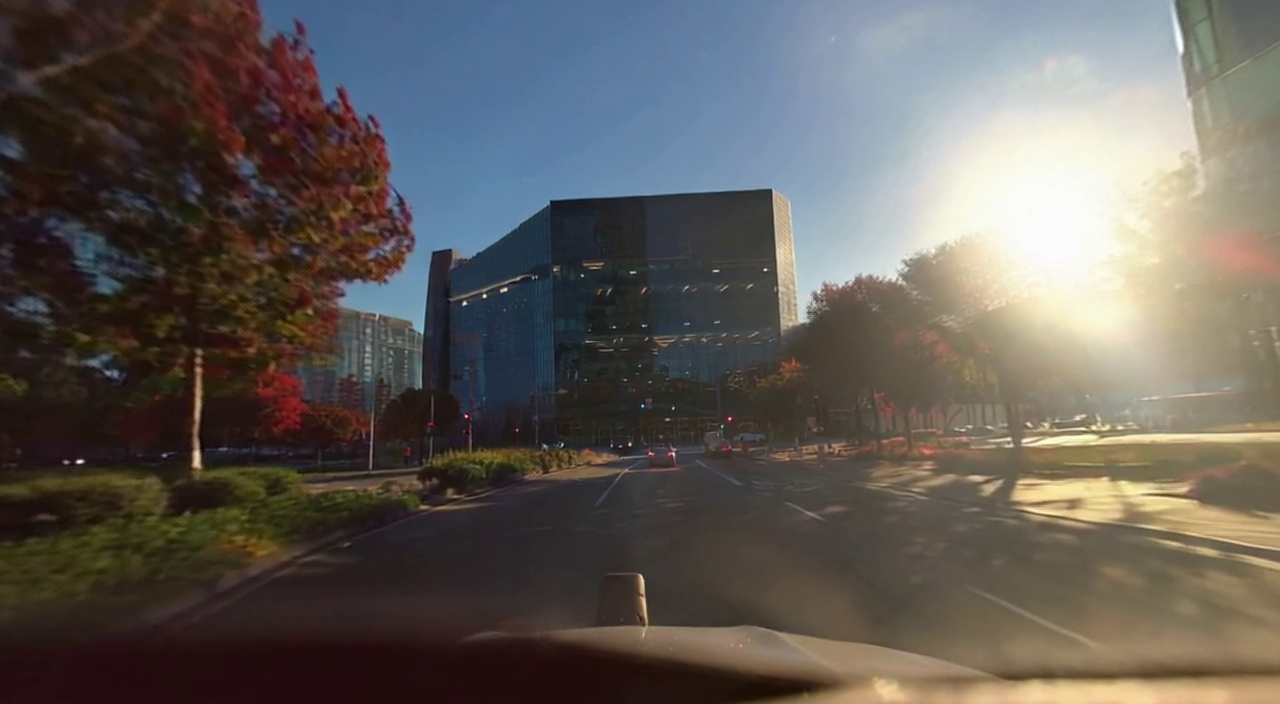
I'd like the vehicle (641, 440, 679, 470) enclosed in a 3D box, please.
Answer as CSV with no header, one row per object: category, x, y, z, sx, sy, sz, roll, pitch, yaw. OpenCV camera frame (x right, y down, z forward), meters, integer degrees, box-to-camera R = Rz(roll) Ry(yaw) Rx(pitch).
vehicle,1.194,6.092,37.579,2.092,1.660,4.319,0,-8,2
